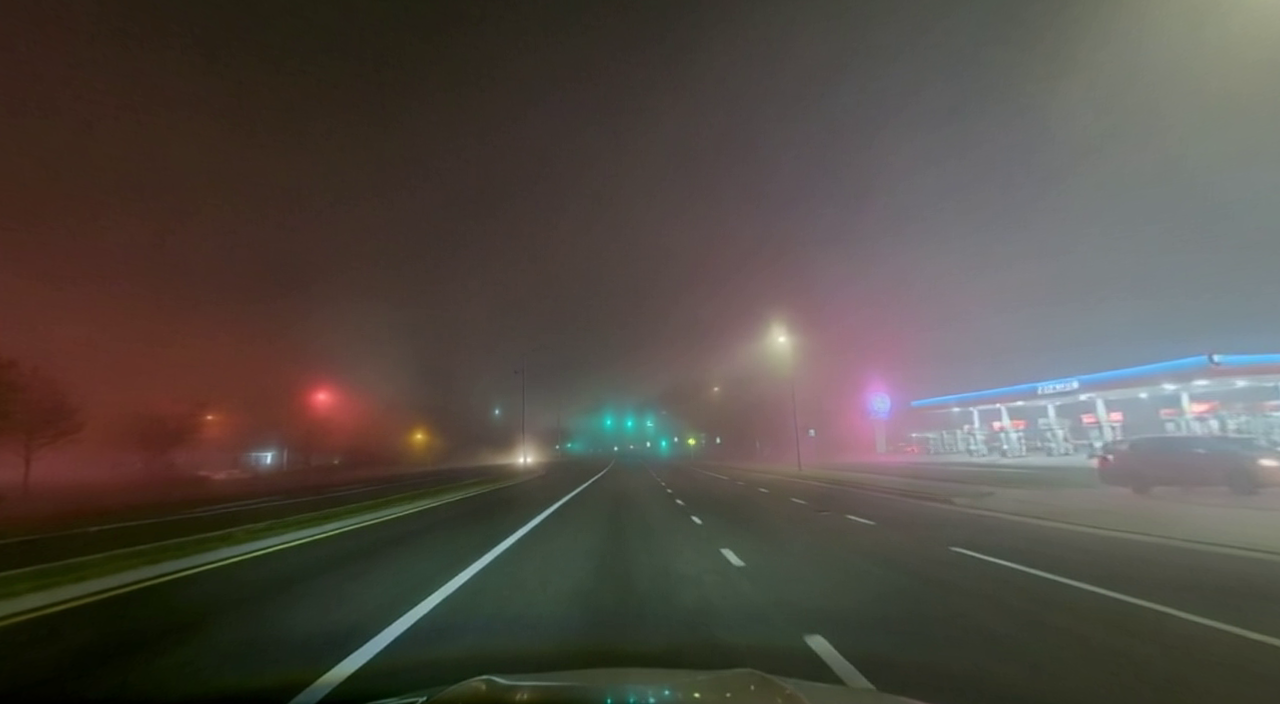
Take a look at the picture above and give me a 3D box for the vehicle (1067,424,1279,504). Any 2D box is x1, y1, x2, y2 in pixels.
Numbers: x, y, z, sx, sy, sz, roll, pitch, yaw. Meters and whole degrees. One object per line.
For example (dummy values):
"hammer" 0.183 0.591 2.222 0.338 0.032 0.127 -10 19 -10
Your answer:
"vehicle" 12.226 2.401 13.634 4.548 1.568 1.953 0 -10 -1
